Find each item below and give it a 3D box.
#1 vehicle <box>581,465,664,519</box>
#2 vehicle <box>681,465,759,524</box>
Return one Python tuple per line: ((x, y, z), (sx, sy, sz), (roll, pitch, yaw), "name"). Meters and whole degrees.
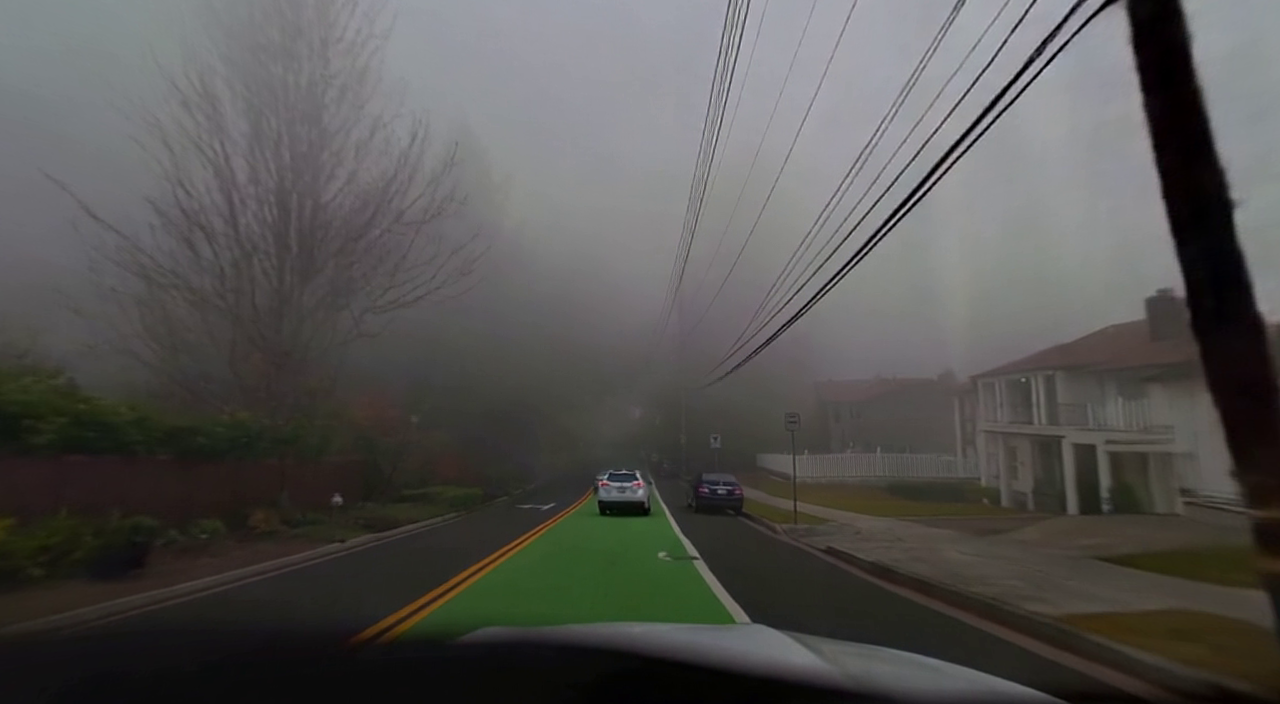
((-0.448, 4.631, 21.348), (2.235, 1.500, 4.496), (-1, -9, 6), "vehicle")
((2.595, 4.782, 21.667), (1.909, 1.694, 4.472), (0, -9, -2), "vehicle")
